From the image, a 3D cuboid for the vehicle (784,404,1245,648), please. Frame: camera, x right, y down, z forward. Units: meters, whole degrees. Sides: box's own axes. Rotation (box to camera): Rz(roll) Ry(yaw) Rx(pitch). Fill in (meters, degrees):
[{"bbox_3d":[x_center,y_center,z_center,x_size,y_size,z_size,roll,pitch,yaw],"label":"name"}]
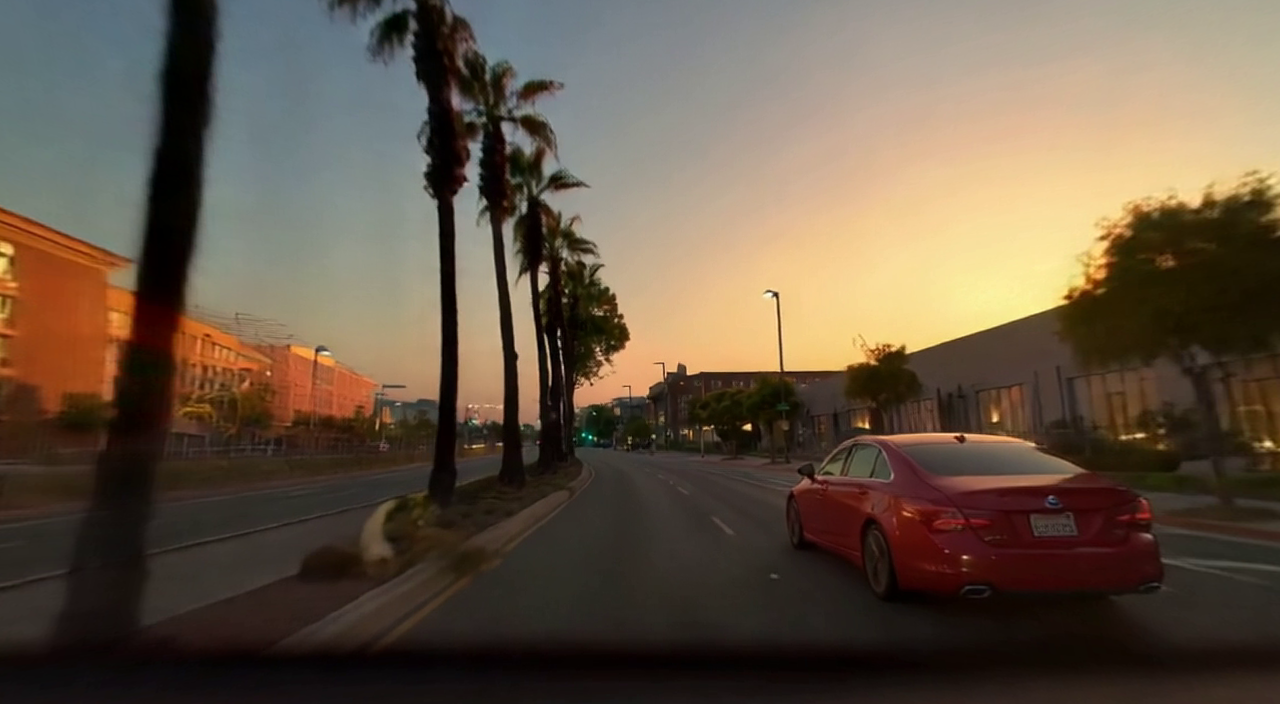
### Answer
[{"bbox_3d":[2.932,1.439,6.298,1.867,1.554,4.301,0,-8,-1],"label":"vehicle"}]
